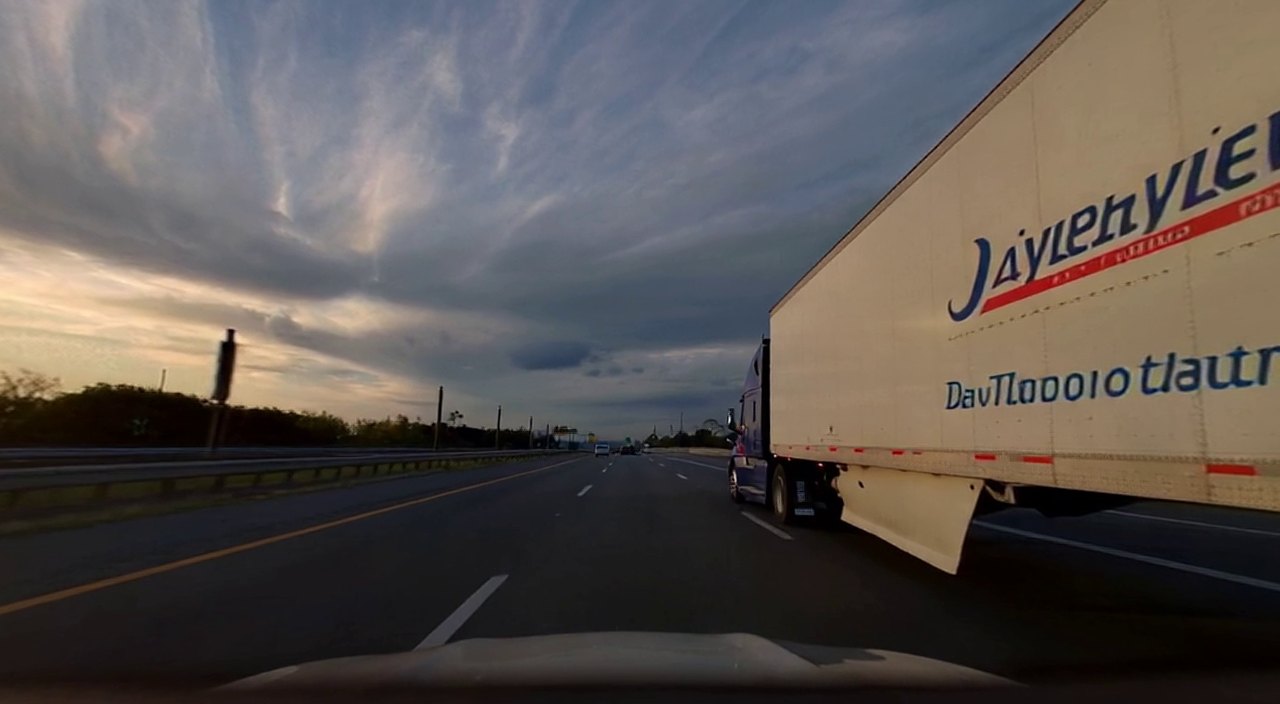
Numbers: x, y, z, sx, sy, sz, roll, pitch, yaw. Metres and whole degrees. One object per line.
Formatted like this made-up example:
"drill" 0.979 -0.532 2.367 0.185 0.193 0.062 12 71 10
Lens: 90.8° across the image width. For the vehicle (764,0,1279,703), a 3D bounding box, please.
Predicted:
"vehicle" 3.990 0.199 5.939 2.962 4.132 12.720 0 -8 0
